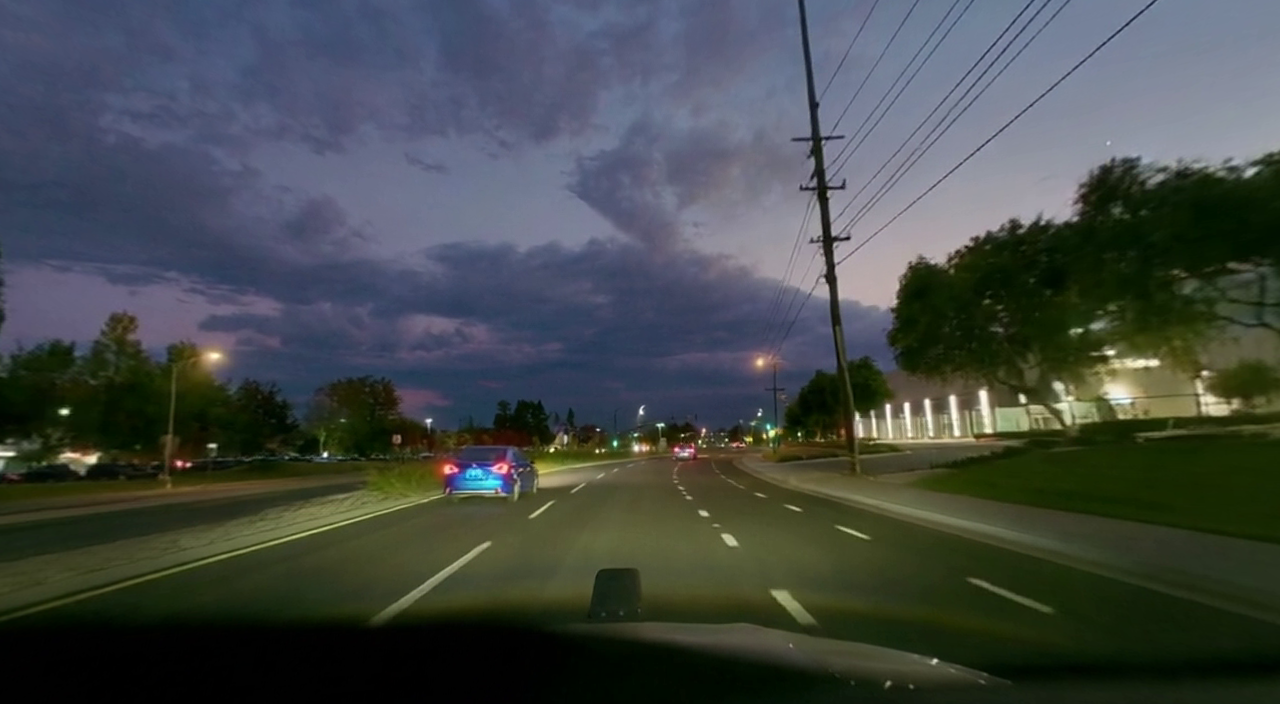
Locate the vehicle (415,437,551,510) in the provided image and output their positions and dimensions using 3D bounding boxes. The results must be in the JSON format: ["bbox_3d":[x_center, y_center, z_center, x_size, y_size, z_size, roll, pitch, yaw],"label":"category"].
[{"bbox_3d":[-3.587,2.860,15.418,1.928,1.488,4.635,-1,-8,3],"label":"vehicle"}]
